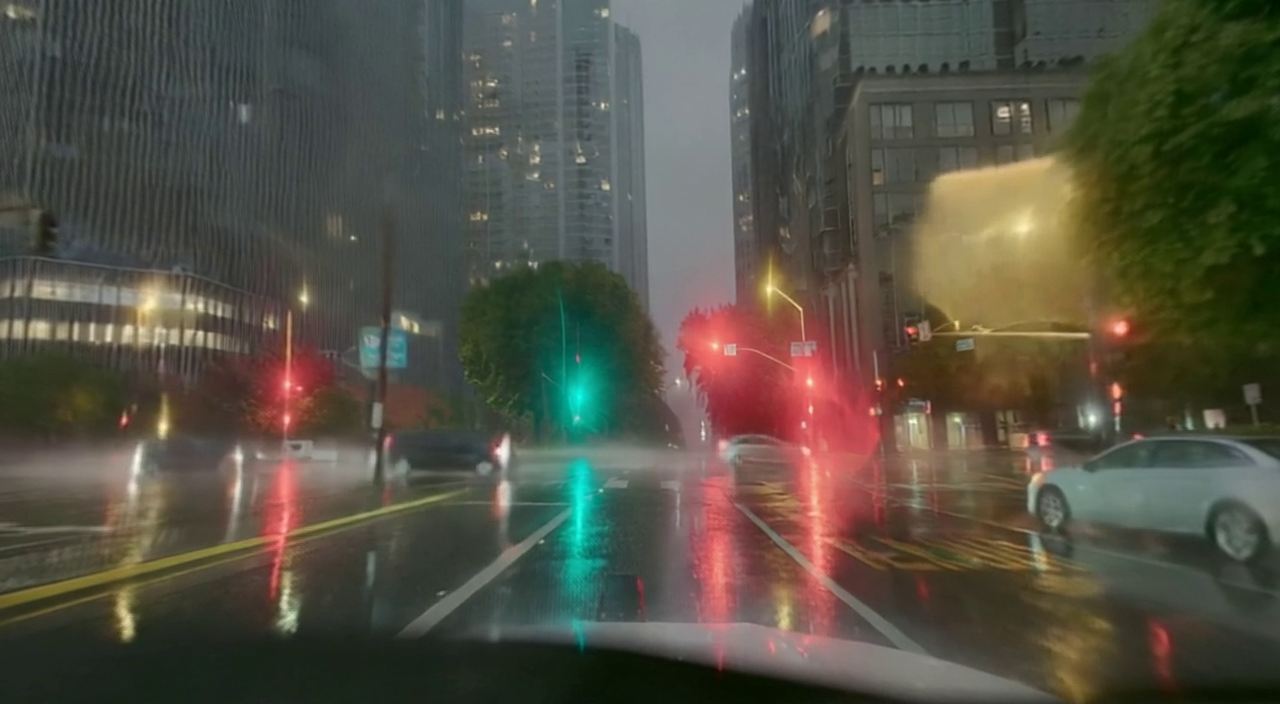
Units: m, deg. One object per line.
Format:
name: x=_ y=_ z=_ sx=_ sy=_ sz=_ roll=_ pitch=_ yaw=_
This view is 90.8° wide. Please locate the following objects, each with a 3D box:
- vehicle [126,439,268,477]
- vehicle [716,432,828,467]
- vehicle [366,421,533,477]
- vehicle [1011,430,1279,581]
vehicle: x=-18.429 y=4.412 z=26.430 sx=4.482 sy=1.492 sz=1.805 roll=0 pitch=-9 yaw=-3
vehicle: x=5.804 y=4.329 z=28.124 sx=4.503 sy=1.475 sz=1.789 roll=0 pitch=-9 yaw=-4
vehicle: x=-7.043 y=3.662 z=23.992 sx=5.659 sy=1.967 sz=2.149 roll=0 pitch=-9 yaw=-3
vehicle: x=7.321 y=1.815 z=8.247 sx=1.936 sy=1.489 sz=4.885 roll=0 pitch=-9 yaw=-1
